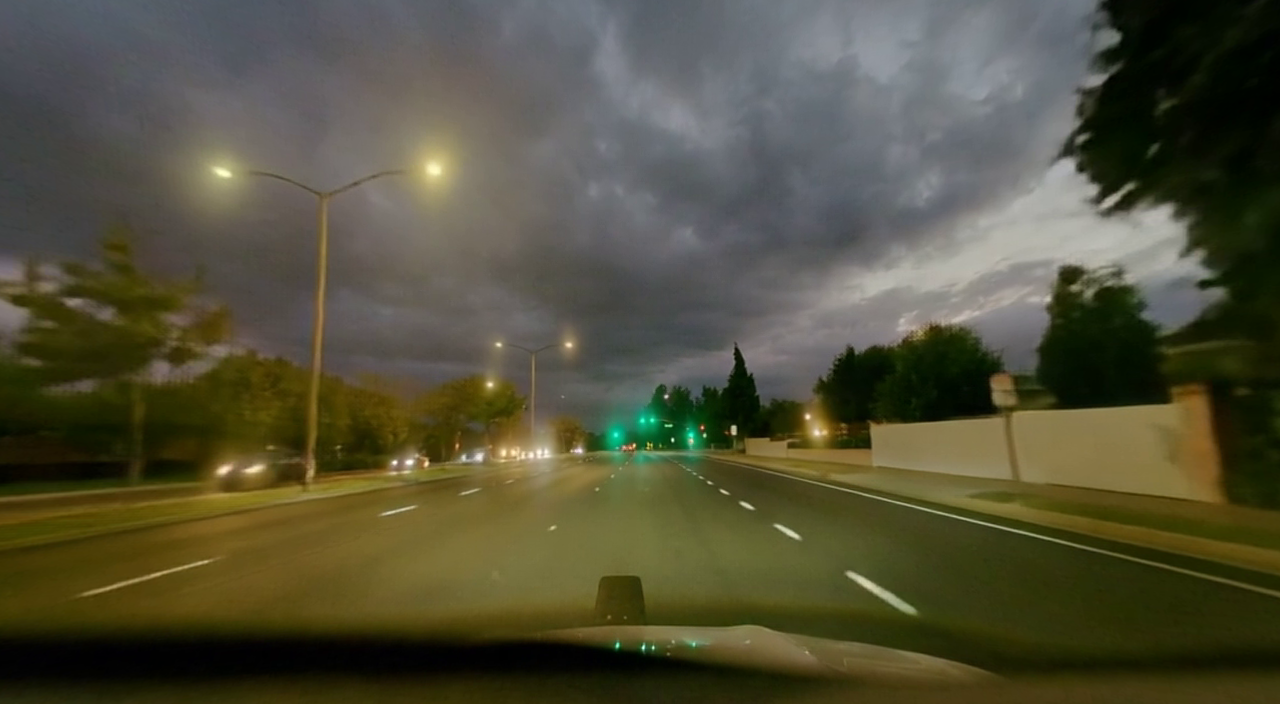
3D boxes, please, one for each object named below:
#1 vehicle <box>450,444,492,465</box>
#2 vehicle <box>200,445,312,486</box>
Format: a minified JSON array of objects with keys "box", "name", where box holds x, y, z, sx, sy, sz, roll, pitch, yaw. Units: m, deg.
[{"box":[-12.923,7.821,48.355,1.994,1.518,4.072,0,-9,1],"name":"vehicle"},{"box":[-17.055,5.053,28.307,2.118,1.661,4.507,0,-9,1],"name":"vehicle"}]
